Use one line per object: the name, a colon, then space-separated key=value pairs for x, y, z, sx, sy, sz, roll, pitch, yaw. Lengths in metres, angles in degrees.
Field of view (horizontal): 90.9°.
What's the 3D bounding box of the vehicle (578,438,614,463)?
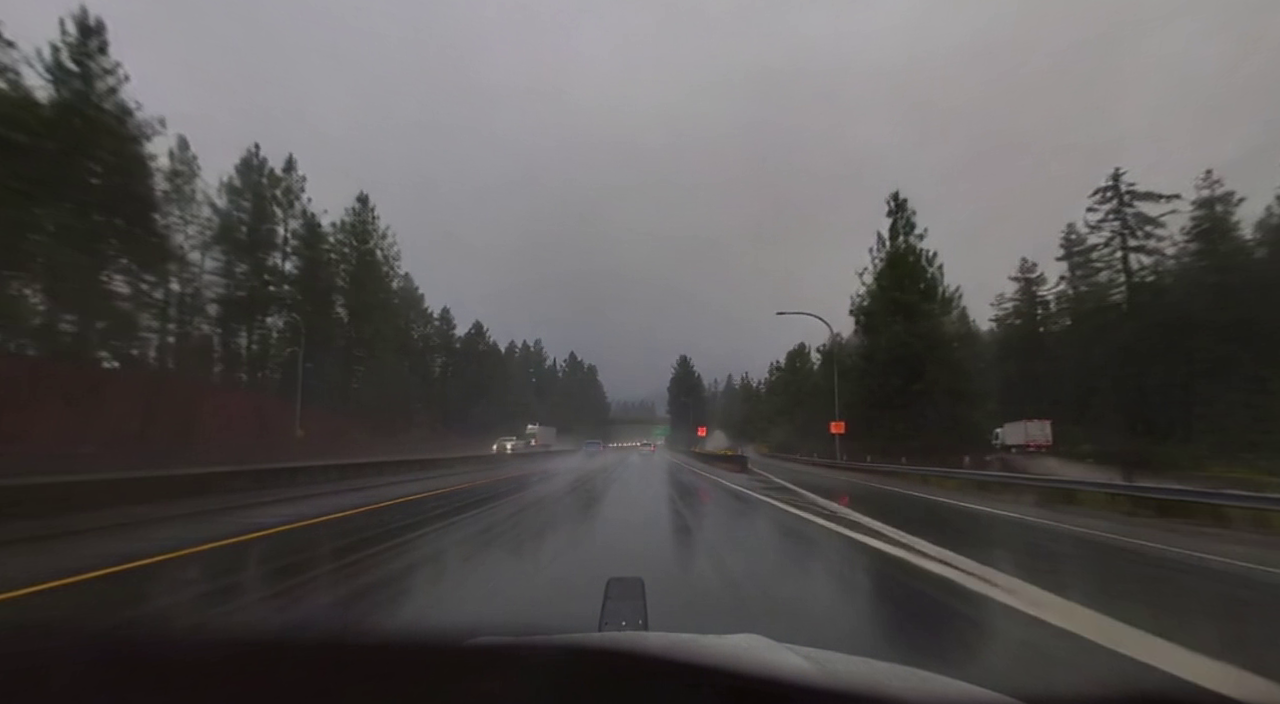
vehicle: x=-3.157 y=7.178 z=46.018 sx=2.129 sy=1.742 sz=4.217 roll=-1 pitch=-8 yaw=3
